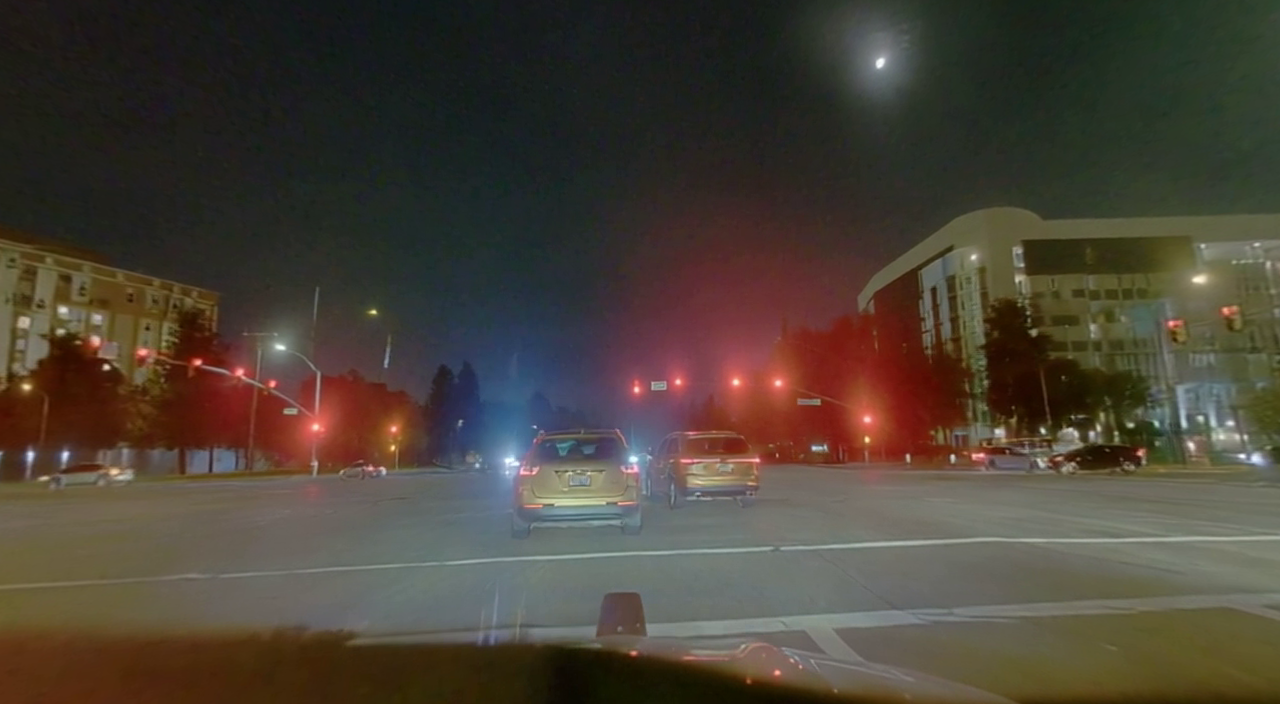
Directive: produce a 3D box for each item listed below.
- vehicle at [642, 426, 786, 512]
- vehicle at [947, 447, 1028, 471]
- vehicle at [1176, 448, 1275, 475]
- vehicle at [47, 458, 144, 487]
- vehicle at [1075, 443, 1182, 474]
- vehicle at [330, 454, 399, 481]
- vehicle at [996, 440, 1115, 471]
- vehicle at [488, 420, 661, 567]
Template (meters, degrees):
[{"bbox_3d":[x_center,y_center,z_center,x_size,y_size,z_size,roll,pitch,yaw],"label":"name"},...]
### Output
[{"bbox_3d":[1.617,2.821,15.766,2.228,1.798,4.370,2,-9,-12],"label":"vehicle"},{"bbox_3d":[25.051,7.697,45.601,4.587,1.634,2.078,0,-9,0],"label":"vehicle"},{"bbox_3d":[35.951,6.714,38.850,4.446,1.530,1.728,0,-7,-2],"label":"vehicle"},{"bbox_3d":[-33.946,7.484,39.411,4.318,1.712,2.188,-2,-9,10],"label":"vehicle"},{"bbox_3d":[27.524,6.005,35.697,4.322,1.595,1.752,-3,-9,9],"label":"vehicle"},{"bbox_3d":[-17.614,7.378,40.441,3.771,1.593,1.789,-3,-9,20],"label":"vehicle"},{"bbox_3d":[26.060,6.511,39.801,5.895,1.921,2.150,0,-9,1],"label":"vehicle"},{"bbox_3d":[-1.043,1.979,9.624,2.039,1.698,4.144,1,-9,-8],"label":"vehicle"}]
